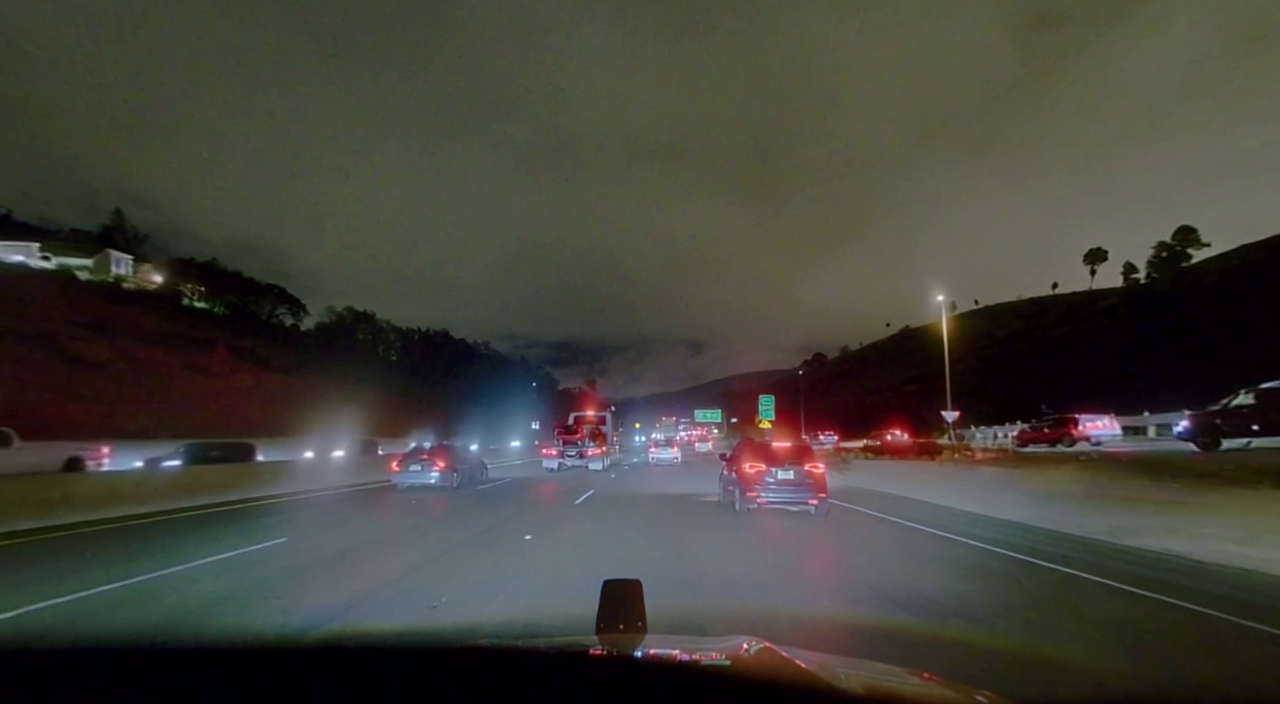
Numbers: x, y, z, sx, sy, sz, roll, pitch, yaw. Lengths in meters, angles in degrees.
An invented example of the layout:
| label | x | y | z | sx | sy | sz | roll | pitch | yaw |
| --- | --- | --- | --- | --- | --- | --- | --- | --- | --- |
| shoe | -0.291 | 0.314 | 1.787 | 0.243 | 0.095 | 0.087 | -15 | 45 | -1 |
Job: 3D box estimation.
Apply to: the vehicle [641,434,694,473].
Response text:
| label | x | y | z | sx | sy | sz | roll | pitch | yaw |
| --- | --- | --- | --- | --- | --- | --- | --- | --- | --- |
| vehicle | 1.171 | 4.262 | 26.673 | 2.079 | 1.499 | 3.915 | 0 | -8 | 3 |

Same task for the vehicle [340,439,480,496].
| label | x | y | z | sx | sy | sz | roll | pitch | yaw |
| --- | --- | --- | --- | --- | --- | --- | --- | --- | --- |
| vehicle | -6.317 | 3.218 | 18.089 | 1.964 | 1.395 | 4.948 | 0 | -8 | 3 |

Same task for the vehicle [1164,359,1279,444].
| label | x | y | z | sx | sy | sz | roll | pitch | yaw |
| --- | --- | --- | --- | --- | --- | --- | --- | --- | --- |
| vehicle | 13.289 | 0.999 | 12.470 | 1.979 | 1.616 | 4.268 | 1 | -8 | -4 |

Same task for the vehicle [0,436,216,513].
| label | x | y | z | sx | sy | sz | roll | pitch | yaw |
| --- | --- | --- | --- | --- | --- | --- | --- | --- | --- |
| vehicle | -12.572 | 2.852 | 15.195 | 1.869 | 1.603 | 3.861 | 0 | -8 | 3 |

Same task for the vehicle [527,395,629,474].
| label | x | y | z | sx | sy | sz | roll | pitch | yaw |
| --- | --- | --- | --- | --- | --- | --- | --- | --- | --- |
| vehicle | -2.424 | 3.879 | 29.119 | 3.162 | 2.955 | 10.282 | 0 | -8 | 3 |

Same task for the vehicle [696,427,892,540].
| label | x | y | z | sx | sy | sz | roll | pitch | yaw |
| --- | --- | --- | --- | --- | --- | --- | --- | --- | --- |
| vehicle | 2.245 | 2.072 | 10.598 | 2.040 | 1.481 | 4.260 | 0 | -8 | -3 |

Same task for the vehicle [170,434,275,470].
| label | x | y | z | sx | sy | sz | roll | pitch | yaw |
| --- | --- | --- | --- | --- | --- | --- | --- | --- | --- |
| vehicle | -22.643 | 5.451 | 34.499 | 2.029 | 1.808 | 4.953 | -1 | -8 | 4 |

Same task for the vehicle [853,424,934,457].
| label | x | y | z | sx | sy | sz | roll | pitch | yaw |
| --- | --- | --- | --- | --- | --- | --- | --- | --- | --- |
| vehicle | 11.989 | 4.218 | 30.116 | 1.930 | 1.454 | 4.126 | 1 | -8 | -4 |

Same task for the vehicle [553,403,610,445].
| label | x | y | z | sx | sy | sz | roll | pitch | yaw |
| --- | --- | --- | --- | --- | --- | --- | --- | --- | --- |
| vehicle | -2.483 | 3.246 | 27.826 | 1.893 | 1.674 | 4.766 | 0 | -8 | 2 |

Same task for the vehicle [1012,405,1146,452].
| label | x | y | z | sx | sy | sz | roll | pitch | yaw |
| --- | --- | --- | --- | --- | --- | --- | --- | --- | --- |
| vehicle | 16.809 | 3.003 | 24.449 | 2.034 | 1.647 | 4.188 | 0 | -8 | -3 |
